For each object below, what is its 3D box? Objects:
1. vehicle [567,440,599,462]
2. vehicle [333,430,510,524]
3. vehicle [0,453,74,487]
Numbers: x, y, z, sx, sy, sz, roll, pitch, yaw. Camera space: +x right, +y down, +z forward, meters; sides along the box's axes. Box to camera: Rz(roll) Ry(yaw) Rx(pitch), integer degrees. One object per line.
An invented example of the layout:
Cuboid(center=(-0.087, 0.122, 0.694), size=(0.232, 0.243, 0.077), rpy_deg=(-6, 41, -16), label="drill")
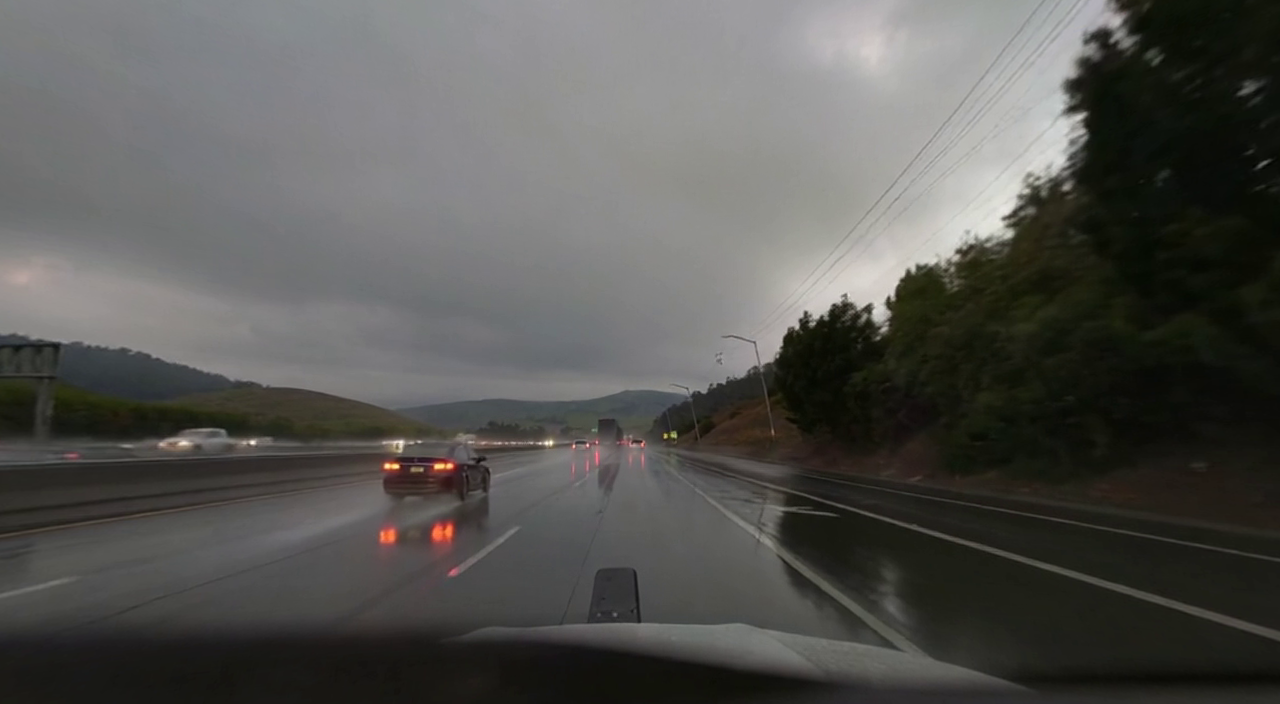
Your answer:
Cuboid(center=(-4.098, 7.201, 46.137), size=(2.038, 1.533, 4.103), rpy_deg=(0, -9, -1), label="vehicle")
Cuboid(center=(-4.083, 2.409, 12.727), size=(1.963, 1.533, 4.477), rpy_deg=(0, -9, 0), label="vehicle")
Cuboid(center=(-29.753, 5.566, 30.049), size=(1.916, 1.471, 3.905), rpy_deg=(0, -9, 1), label="vehicle")
